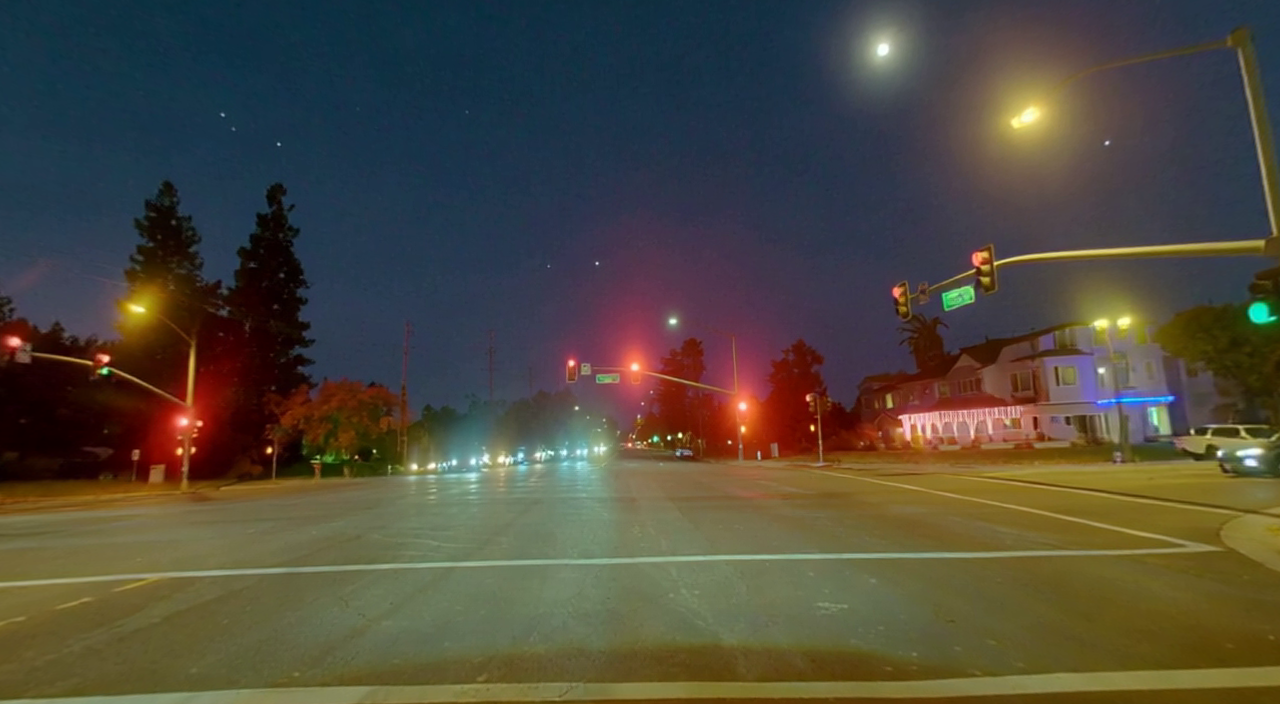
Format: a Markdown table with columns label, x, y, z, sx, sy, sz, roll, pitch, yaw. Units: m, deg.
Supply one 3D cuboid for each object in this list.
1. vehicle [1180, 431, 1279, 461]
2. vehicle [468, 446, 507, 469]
| label | x | y | z | sx | sy | sz | roll | pitch | yaw |
| --- | --- | --- | --- | --- | --- | --- | --- | --- | --- |
| vehicle | 31.287 | 4.892 | 33.046 | 4.318 | 1.488 | 1.870 | 0 | -9 | -1 |
| vehicle | -10.738 | 7.460 | 44.755 | 1.881 | 1.509 | 3.377 | 0 | -9 | 1 |
